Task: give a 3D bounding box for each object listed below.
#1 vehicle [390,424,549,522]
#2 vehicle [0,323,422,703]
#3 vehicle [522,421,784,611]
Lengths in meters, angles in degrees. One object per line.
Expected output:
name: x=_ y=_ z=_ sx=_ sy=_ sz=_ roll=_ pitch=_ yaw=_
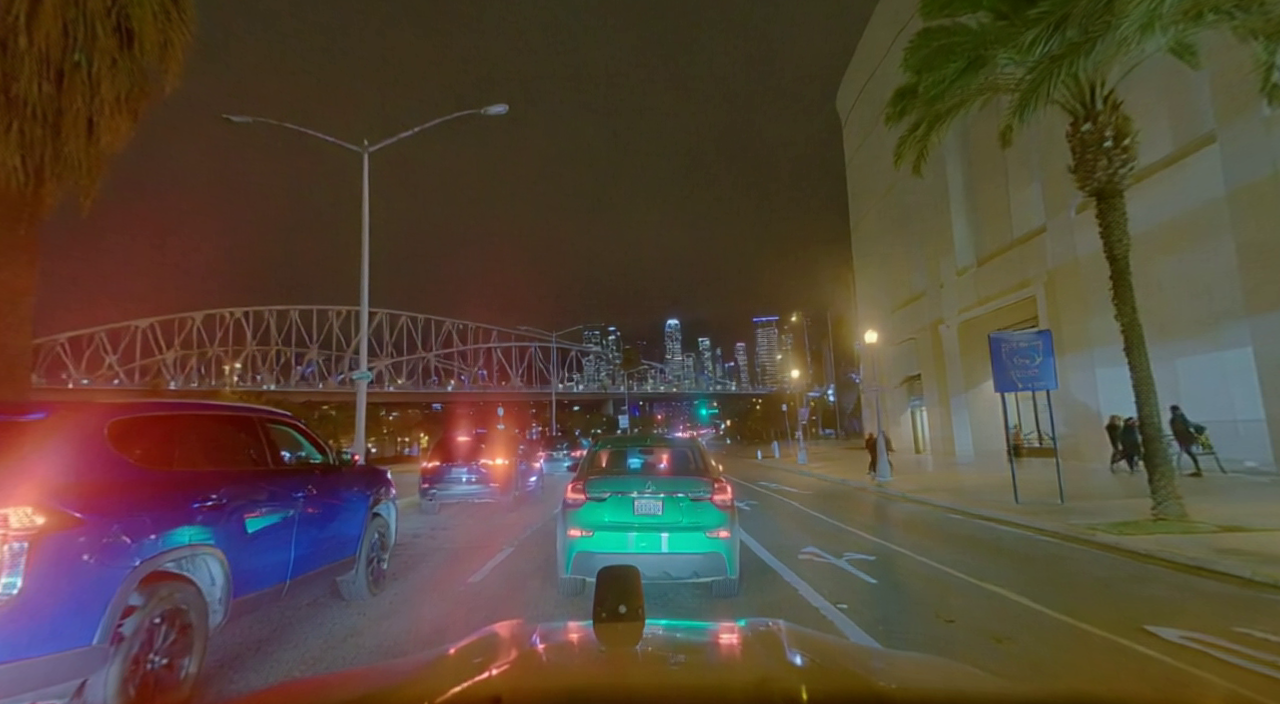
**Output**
vehicle: x=-3.185 y=2.353 z=12.766 sx=1.955 sy=1.637 sz=4.032 roll=0 pitch=-8 yaw=2
vehicle: x=-3.271 y=1.066 z=4.198 sx=2.014 sy=1.740 sz=4.359 roll=0 pitch=-8 yaw=1
vehicle: x=0.087 y=1.589 z=7.045 sx=2.036 sy=1.461 sz=4.129 roll=0 pitch=-8 yaw=0
